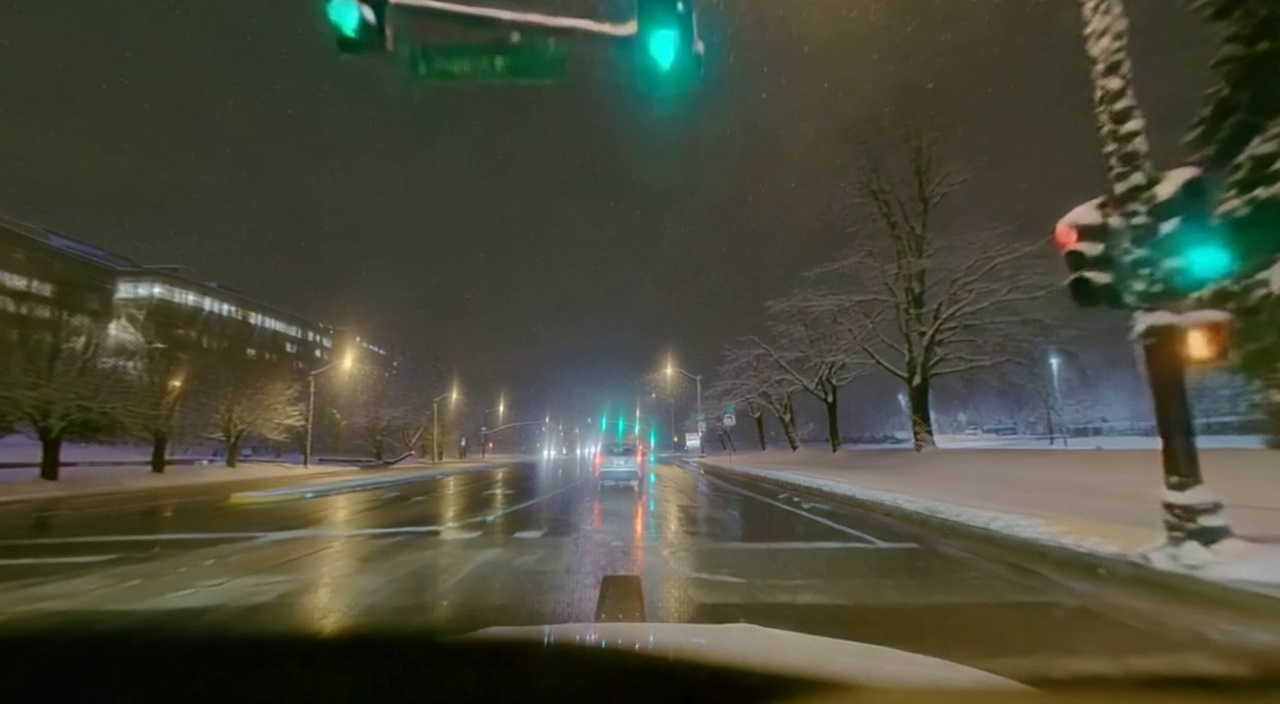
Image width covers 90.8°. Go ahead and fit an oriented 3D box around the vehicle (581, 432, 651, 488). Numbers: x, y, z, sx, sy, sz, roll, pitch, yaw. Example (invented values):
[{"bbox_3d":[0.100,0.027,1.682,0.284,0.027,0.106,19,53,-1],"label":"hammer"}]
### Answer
[{"bbox_3d":[-0.757,3.634,21.423,2.130,1.711,4.038,0,-9,-1],"label":"vehicle"}]
